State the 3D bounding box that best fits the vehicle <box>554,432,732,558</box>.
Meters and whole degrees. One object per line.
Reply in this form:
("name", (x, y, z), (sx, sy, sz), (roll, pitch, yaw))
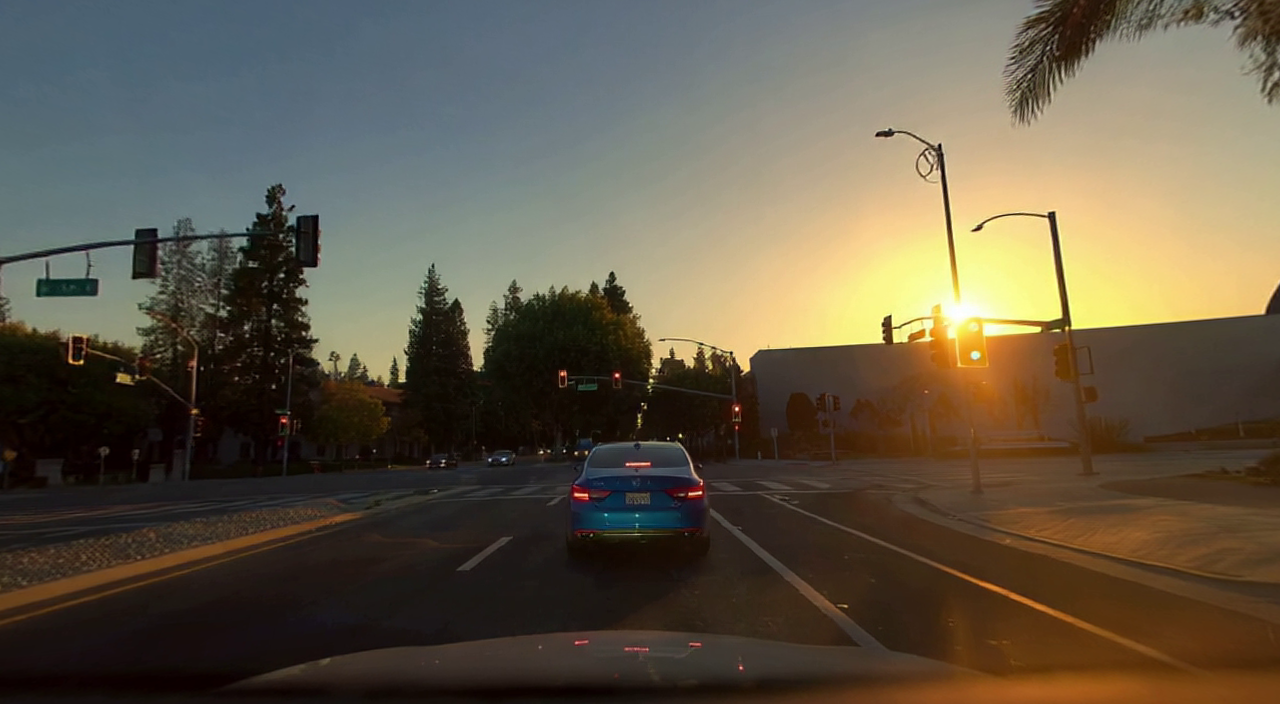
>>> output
("vehicle", (0.006, 1.995, 9.518), (2.107, 1.470, 3.974), (0, -9, -1))
